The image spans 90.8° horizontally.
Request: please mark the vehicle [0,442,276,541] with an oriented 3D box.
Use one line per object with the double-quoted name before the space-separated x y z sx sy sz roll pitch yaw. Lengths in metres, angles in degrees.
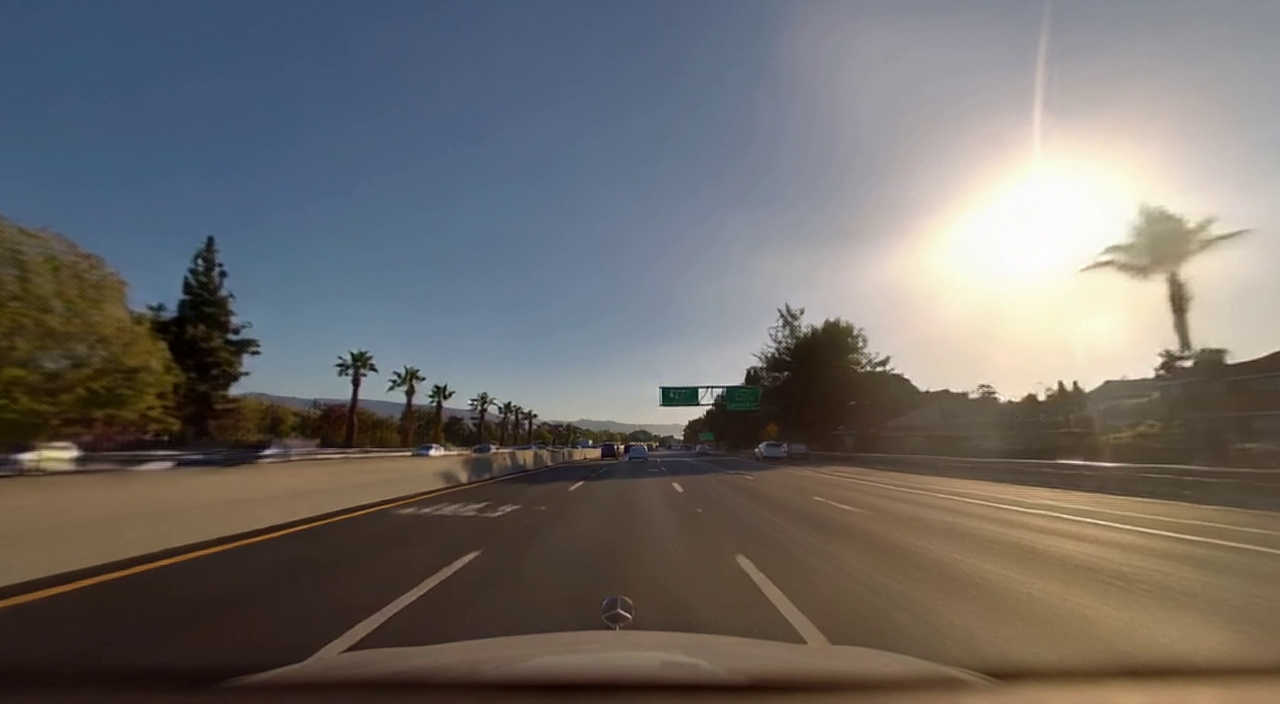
"vehicle" -9.232 2.479 11.999 1.975 1.495 4.510 0 -9 0
